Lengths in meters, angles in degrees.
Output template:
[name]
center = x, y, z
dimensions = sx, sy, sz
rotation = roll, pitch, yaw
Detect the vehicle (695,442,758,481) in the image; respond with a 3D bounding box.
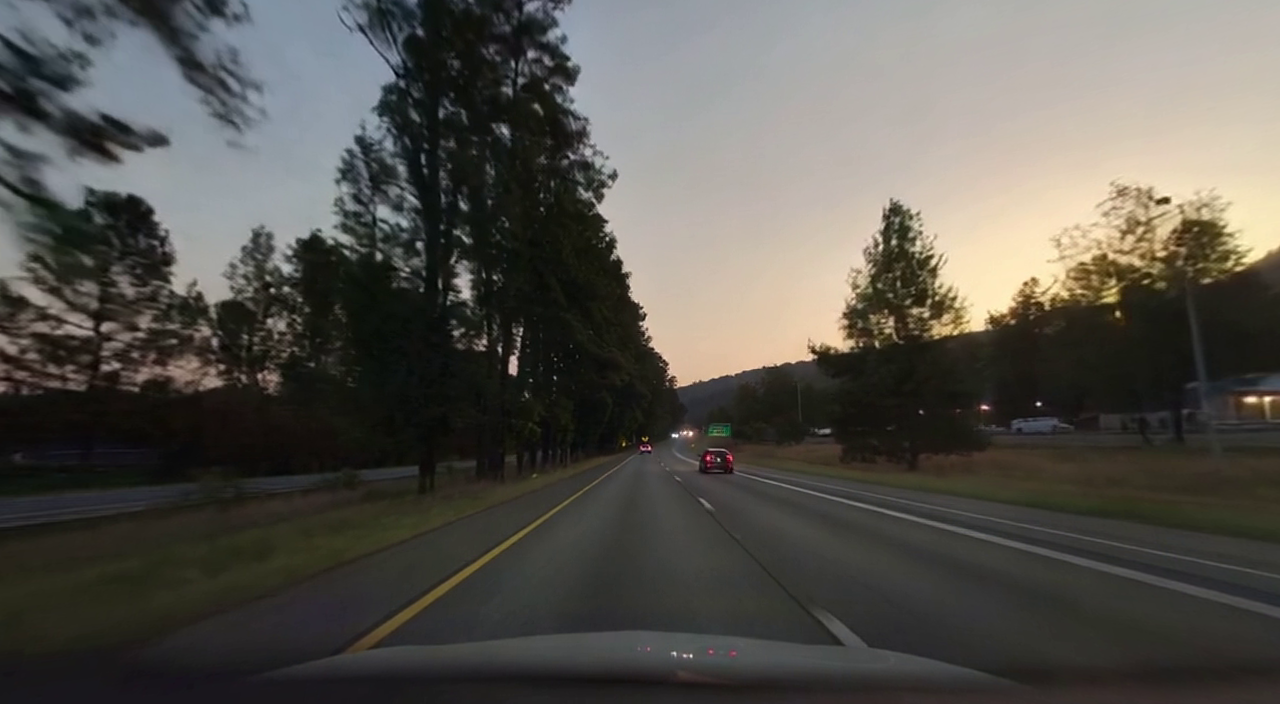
[vehicle]
center = 3.701, 4.760, 27.650
dimensions = 2.115, 1.522, 4.330
rotation = 0, -9, 0
